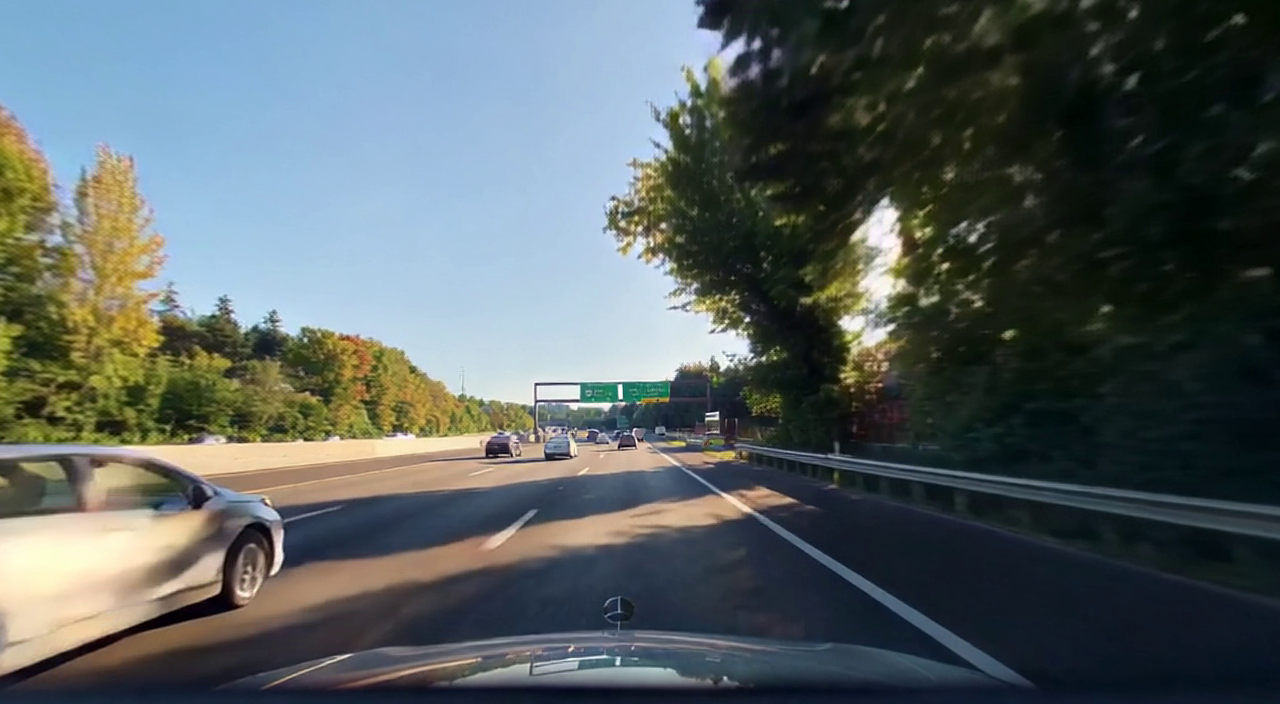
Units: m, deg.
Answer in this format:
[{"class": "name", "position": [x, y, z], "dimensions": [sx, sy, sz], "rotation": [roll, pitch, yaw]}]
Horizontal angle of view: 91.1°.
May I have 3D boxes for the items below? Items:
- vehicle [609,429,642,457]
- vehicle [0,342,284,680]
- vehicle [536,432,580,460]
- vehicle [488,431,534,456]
[{"class": "vehicle", "position": [-0.880, 5.731, 39.743], "dimensions": [2.002, 1.611, 3.778], "rotation": [0, -7, -1]}, {"class": "vehicle", "position": [-4.480, 0.939, 3.955], "dimensions": [1.971, 1.822, 4.366], "rotation": [0, -7, -1]}, {"class": "vehicle", "position": [-4.448, 5.176, 34.749], "dimensions": [1.909, 1.445, 4.087], "rotation": [0, -7, 0]}, {"class": "vehicle", "position": [-8.348, 5.967, 41.056], "dimensions": [1.953, 1.524, 4.863], "rotation": [0, -7, 0]}]
